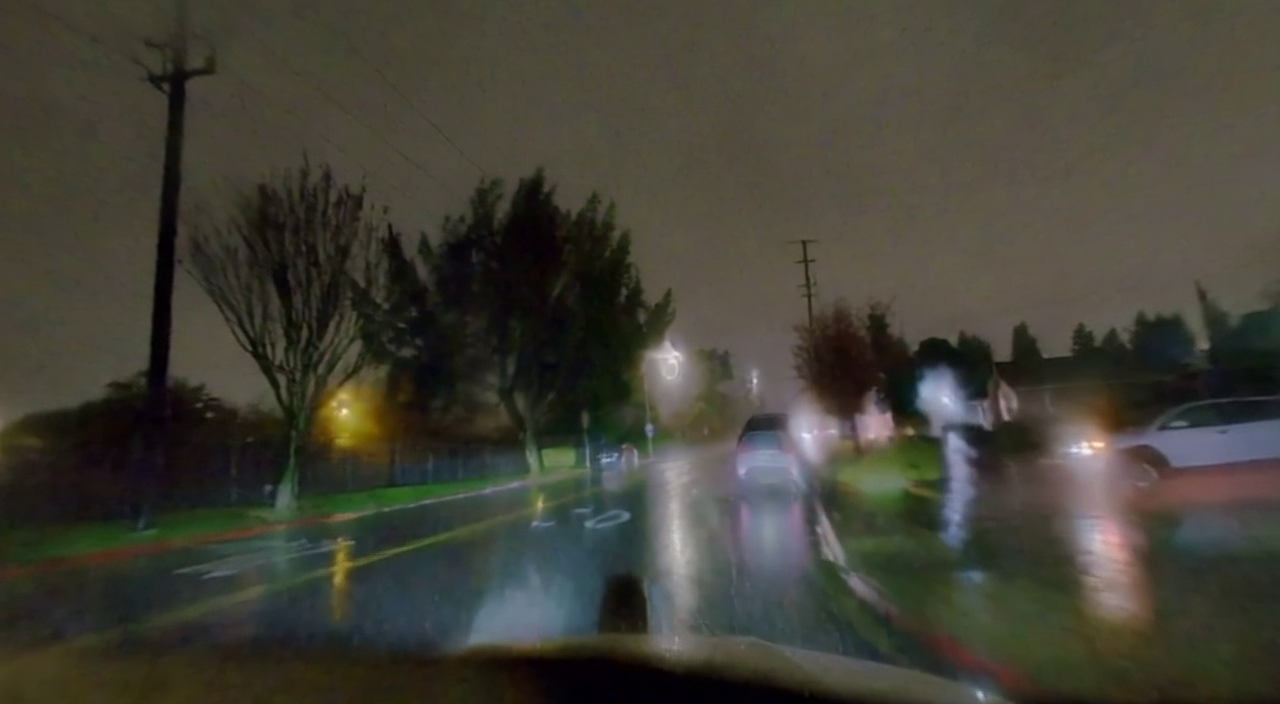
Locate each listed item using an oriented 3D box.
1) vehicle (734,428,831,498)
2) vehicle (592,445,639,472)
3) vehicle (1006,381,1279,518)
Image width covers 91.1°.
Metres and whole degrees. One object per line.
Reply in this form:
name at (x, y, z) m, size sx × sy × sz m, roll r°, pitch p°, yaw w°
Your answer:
vehicle at (3.867, 3.004, 17.396) m, size 2.242 × 1.661 × 4.273 m, roll -2°, pitch -9°, yaw 11°
vehicle at (-1.539, 6.871, 40.842) m, size 2.033 × 1.456 × 4.370 m, roll -7°, pitch -10°, yaw 10°
vehicle at (8.345, 1.372, 9.195) m, size 4.595 × 1.620 × 1.984 m, roll -7°, pitch -10°, yaw 14°
